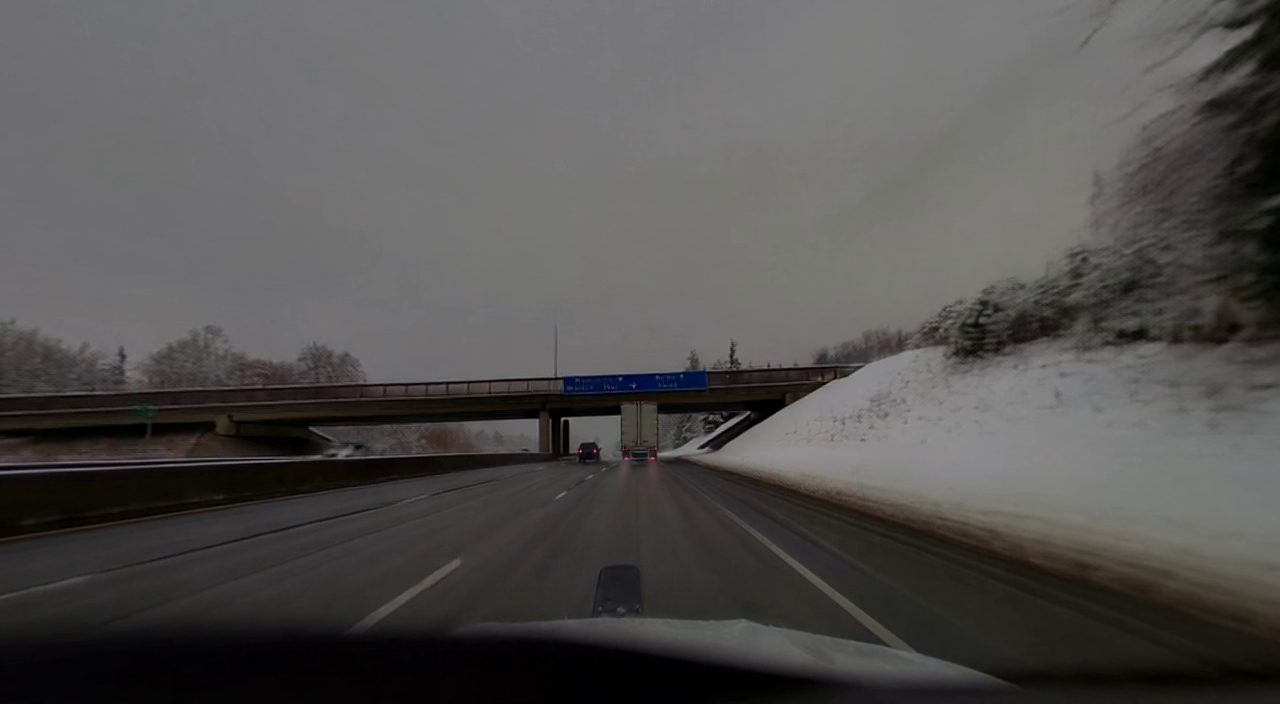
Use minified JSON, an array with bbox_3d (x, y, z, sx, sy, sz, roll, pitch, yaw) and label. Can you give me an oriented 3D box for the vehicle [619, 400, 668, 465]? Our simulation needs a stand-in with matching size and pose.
[{"bbox_3d":[0.145,5.968,45.392,3.033,3.985,12.383,0,-9,0],"label":"vehicle"}]
